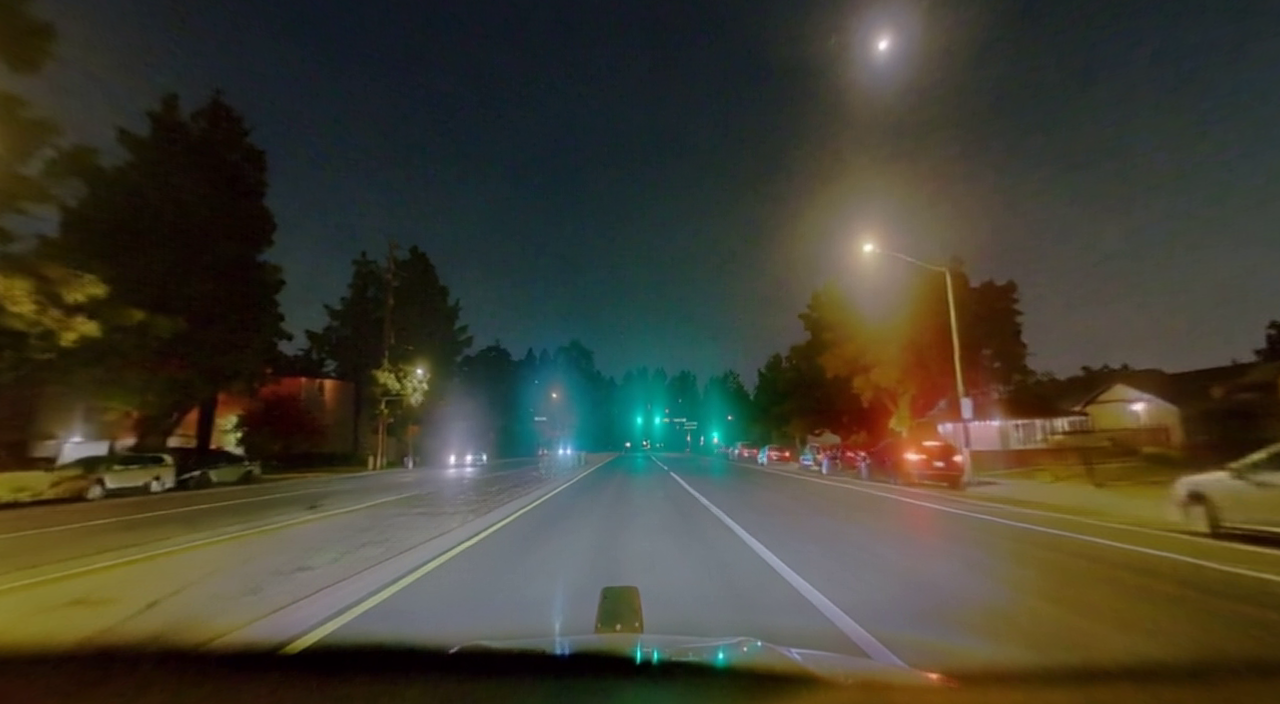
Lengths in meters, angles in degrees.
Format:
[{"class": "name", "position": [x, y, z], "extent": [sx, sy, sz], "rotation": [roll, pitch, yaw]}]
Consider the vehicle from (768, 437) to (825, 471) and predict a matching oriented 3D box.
[{"class": "vehicle", "position": [9.753, 6.418, 39.891], "extent": [2.176, 1.893, 5.744], "rotation": [2, -8, 0]}]

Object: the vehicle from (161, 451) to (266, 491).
[{"class": "vehicle", "position": [-18.501, 5.130, 27.635], "extent": [1.732, 1.460, 3.932], "rotation": [-4, -8, 3]}]

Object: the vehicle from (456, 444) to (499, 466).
[{"class": "vehicle", "position": [-11.622, 7.358, 45.453], "extent": [1.826, 1.472, 4.493], "rotation": [-1, -8, 1]}]

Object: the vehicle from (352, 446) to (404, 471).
[{"class": "vehicle", "position": [-18.488, 7.509, 44.774], "extent": [1.842, 1.660, 4.120], "rotation": [0, -8, 0]}]

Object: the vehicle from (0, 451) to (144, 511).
[{"class": "vehicle", "position": [-18.466, 3.995, 19.943], "extent": [1.876, 1.502, 4.696], "rotation": [-2, -7, 0]}]

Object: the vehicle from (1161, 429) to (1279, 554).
[{"class": "vehicle", "position": [9.720, 1.852, 8.292], "extent": [1.949, 1.698, 4.351], "rotation": [0, -8, -1]}]

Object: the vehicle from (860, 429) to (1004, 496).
[{"class": "vehicle", "position": [9.772, 3.729, 21.872], "extent": [2.209, 1.982, 5.787], "rotation": [0, -8, 0]}]
